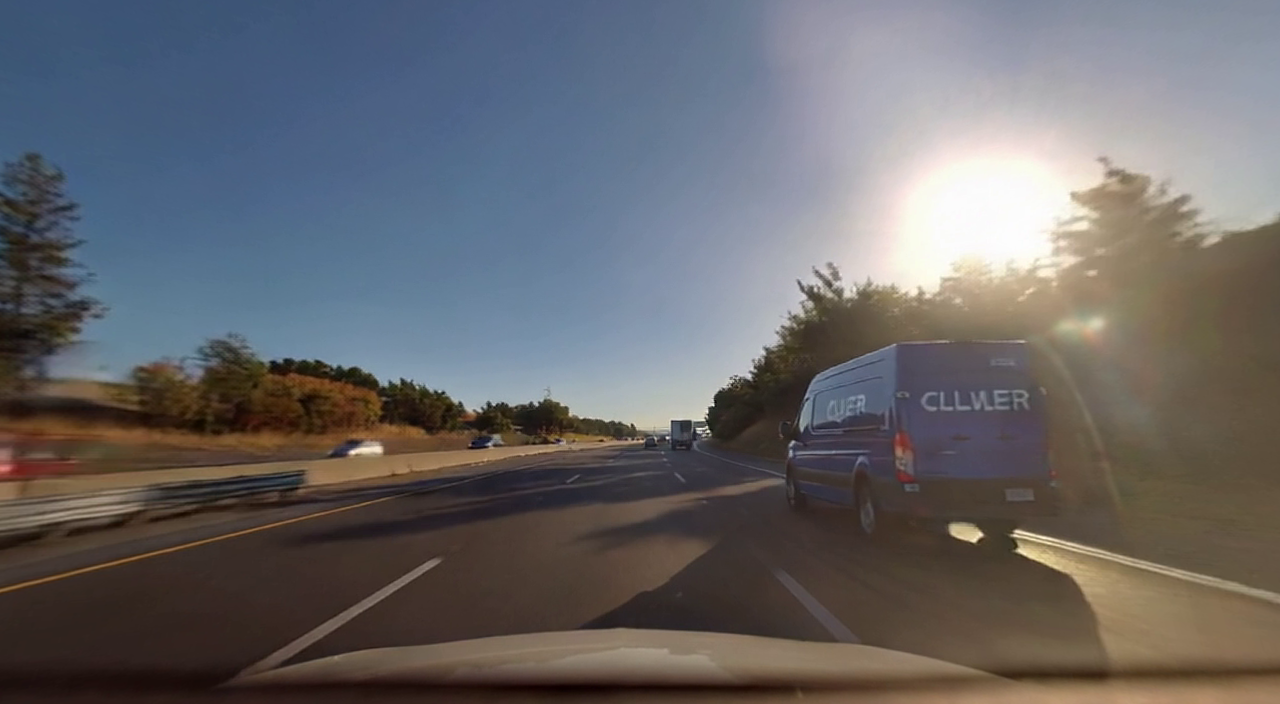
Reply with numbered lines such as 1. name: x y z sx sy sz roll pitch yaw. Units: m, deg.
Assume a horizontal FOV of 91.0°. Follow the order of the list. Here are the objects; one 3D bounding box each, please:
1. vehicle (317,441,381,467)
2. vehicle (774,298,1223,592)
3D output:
1. vehicle: -18.330 6.425 39.914 1.910 1.510 4.516 -1 -8 0
2. vehicle: 3.727 1.173 8.339 2.485 2.562 5.535 0 -8 -2
